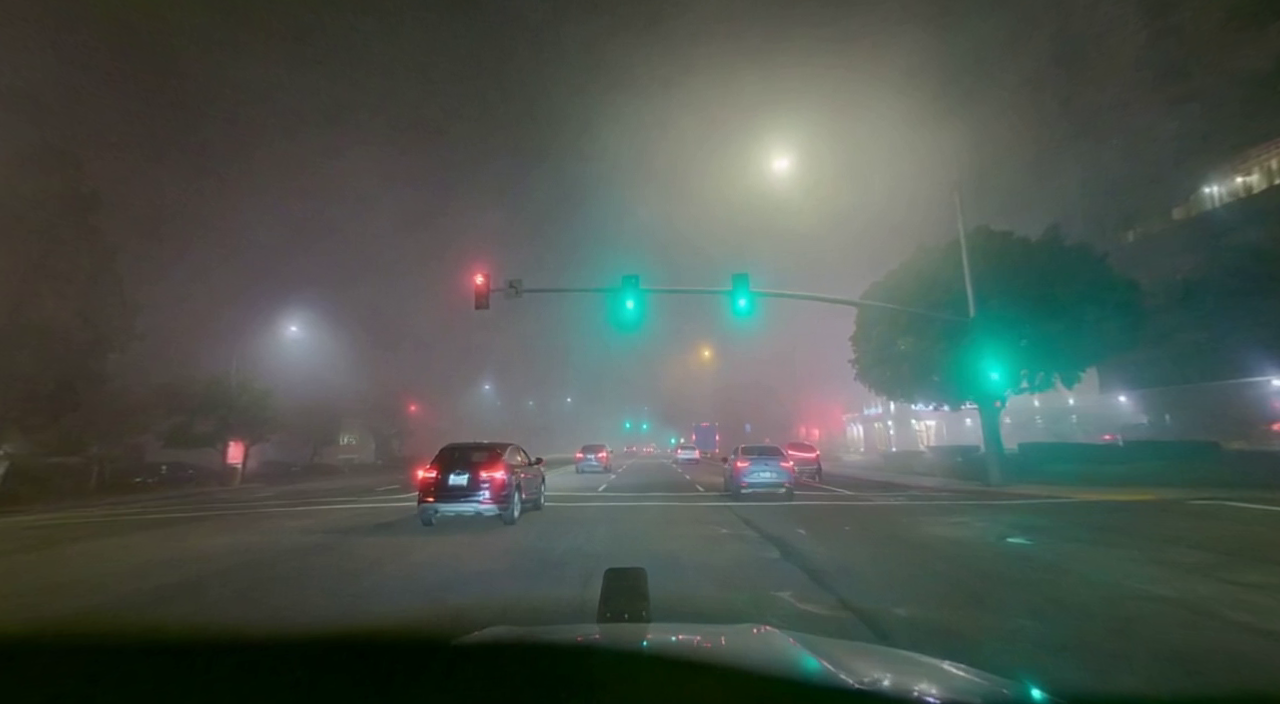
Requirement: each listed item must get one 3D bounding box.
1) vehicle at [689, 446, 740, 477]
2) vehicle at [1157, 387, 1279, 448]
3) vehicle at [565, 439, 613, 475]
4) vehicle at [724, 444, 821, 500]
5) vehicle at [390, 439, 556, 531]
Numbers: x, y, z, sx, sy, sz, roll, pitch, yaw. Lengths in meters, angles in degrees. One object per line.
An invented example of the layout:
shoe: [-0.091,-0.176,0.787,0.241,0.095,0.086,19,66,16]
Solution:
vehicle: [3.740,5.575,32.336,2.020,1.461,4.326,0,-8,-1]
vehicle: [38.082,4.336,40.187,2.730,3.464,8.553,-1,-8,0]
vehicle: [-2.683,5.630,34.161,2.137,1.796,4.304,0,-8,1]
vehicle: [3.775,3.487,18.737,1.972,1.452,4.189,0,-8,0]
vehicle: [-3.058,2.531,12.663,2.003,1.509,4.396,0,-8,2]
